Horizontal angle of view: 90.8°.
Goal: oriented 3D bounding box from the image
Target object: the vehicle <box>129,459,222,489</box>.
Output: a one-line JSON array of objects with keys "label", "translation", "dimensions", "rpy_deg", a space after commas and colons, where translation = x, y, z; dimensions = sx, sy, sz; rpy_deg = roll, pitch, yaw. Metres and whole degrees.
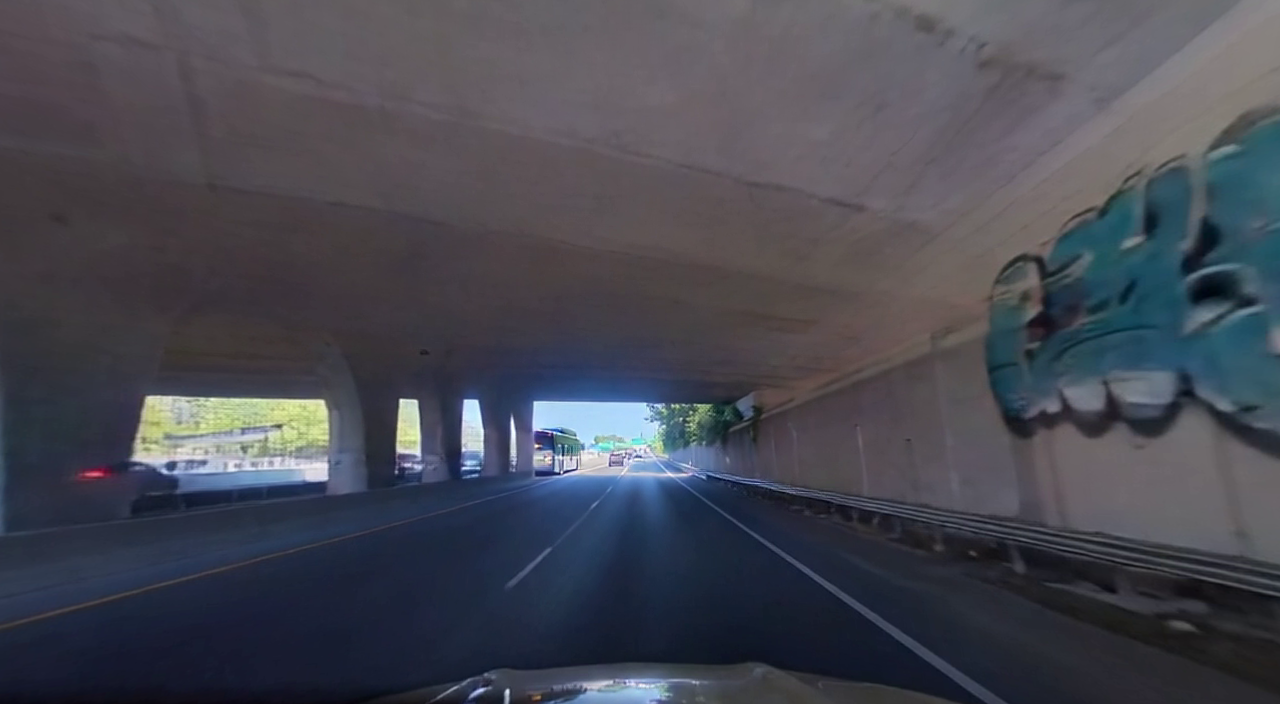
[{"label": "vehicle", "translation": [-25.883, 6.810, 35.376], "dimensions": [1.846, 1.463, 4.395], "rpy_deg": [0, -9, 0]}]

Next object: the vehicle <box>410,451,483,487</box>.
[{"label": "vehicle", "translation": [-9.235, 5.599, 30.549], "dimensions": [1.979, 1.600, 4.516], "rpy_deg": [0, -9, 1]}]

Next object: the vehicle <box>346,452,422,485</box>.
[{"label": "vehicle", "translation": [-13.665, 6.239, 34.035], "dimensions": [2.059, 1.615, 4.688], "rpy_deg": [0, -9, 0]}]
